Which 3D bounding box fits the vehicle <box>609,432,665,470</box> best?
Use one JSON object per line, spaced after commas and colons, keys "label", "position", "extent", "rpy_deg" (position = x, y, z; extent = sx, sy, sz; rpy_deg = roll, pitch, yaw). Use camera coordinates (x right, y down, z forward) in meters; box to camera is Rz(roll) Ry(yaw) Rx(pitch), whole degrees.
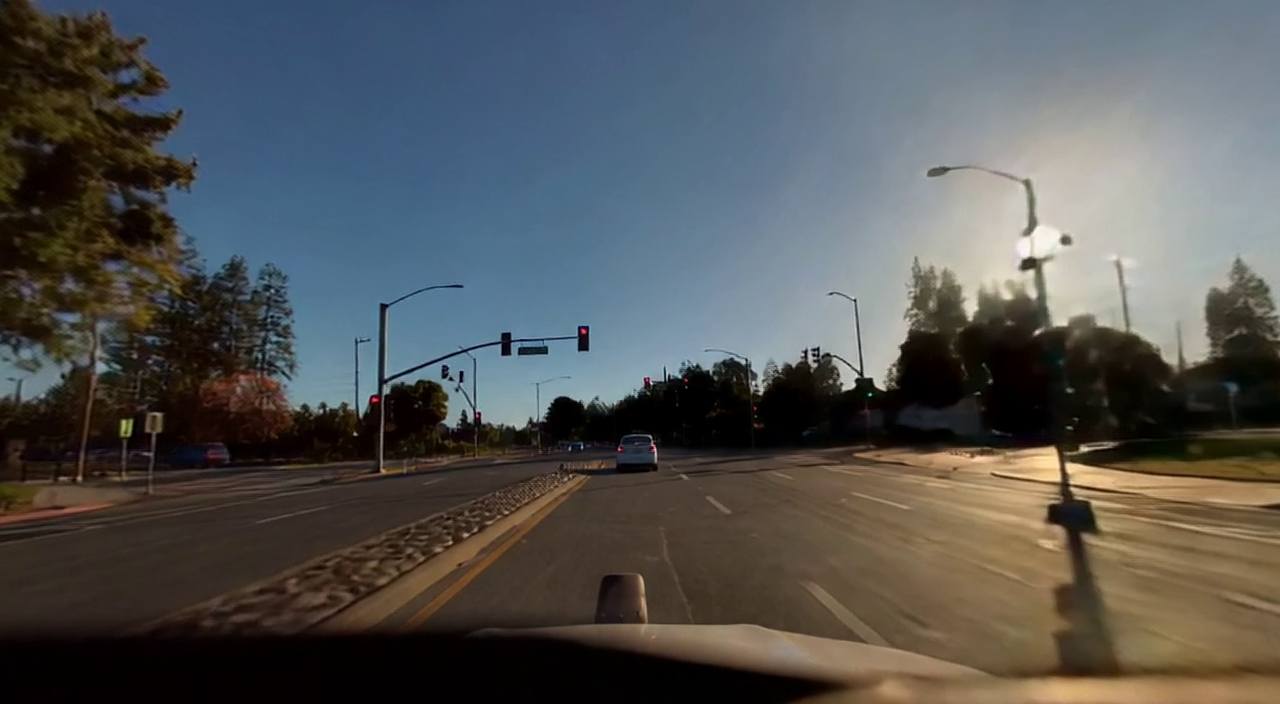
{"label": "vehicle", "position": [-0.050, 4.477, 28.780], "extent": [2.074, 1.570, 3.647], "rpy_deg": [0, -8, 7]}
